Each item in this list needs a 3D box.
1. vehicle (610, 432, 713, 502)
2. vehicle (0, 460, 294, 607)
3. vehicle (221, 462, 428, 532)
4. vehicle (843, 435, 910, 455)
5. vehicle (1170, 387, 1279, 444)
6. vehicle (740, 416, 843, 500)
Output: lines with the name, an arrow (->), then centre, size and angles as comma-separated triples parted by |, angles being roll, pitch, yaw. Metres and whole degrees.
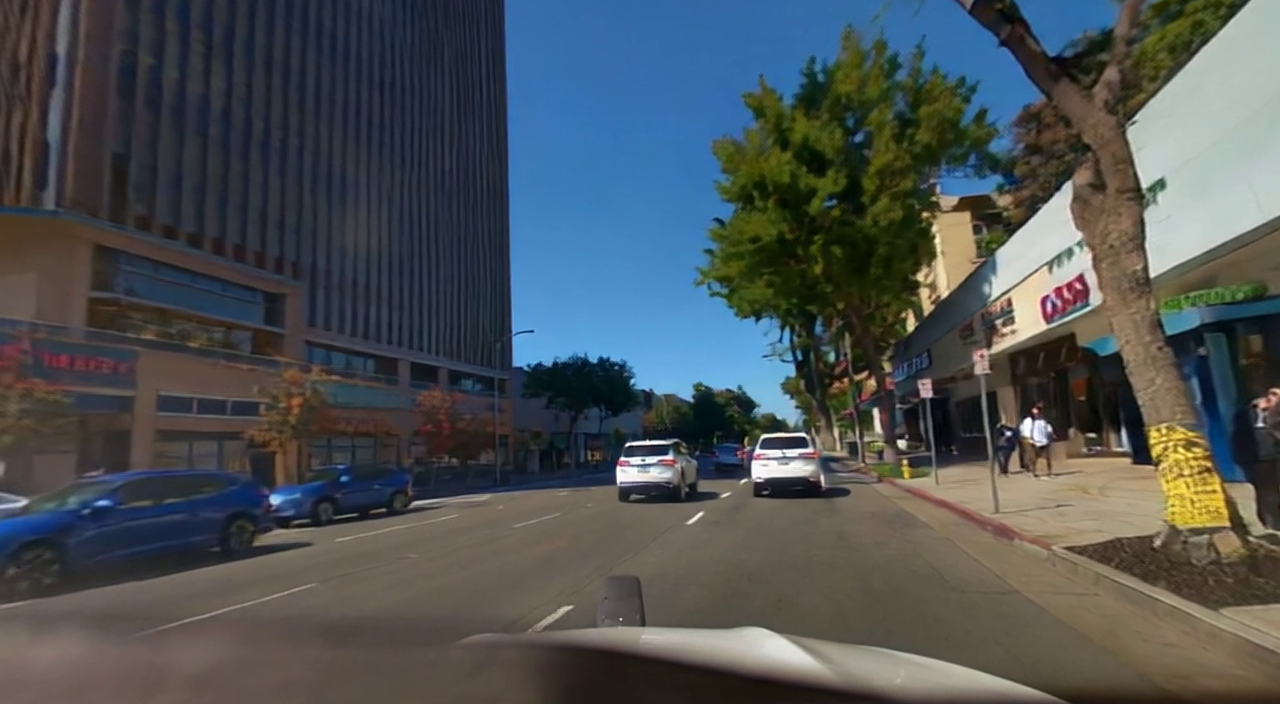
vehicle -> 0.745, 3.176, 17.755 | 2.023, 1.702, 4.152 | -2, -9, 14
vehicle -> -7.432, 2.326, 8.915 | 1.857, 1.507, 4.504 | -2, -9, 13
vehicle -> -8.405, 3.881, 17.631 | 2.103, 1.514, 5.374 | -2, -9, 14
vehicle -> 17.809, 7.049, 47.721 | 4.426, 1.490, 1.862 | -1, -9, 8
vehicle -> 16.809, 1.683, 16.413 | 4.189, 1.395, 1.725 | -2, -9, 13
vehicle -> 4.156, 2.913, 17.583 | 2.352, 1.953, 4.796 | -2, -9, 12
